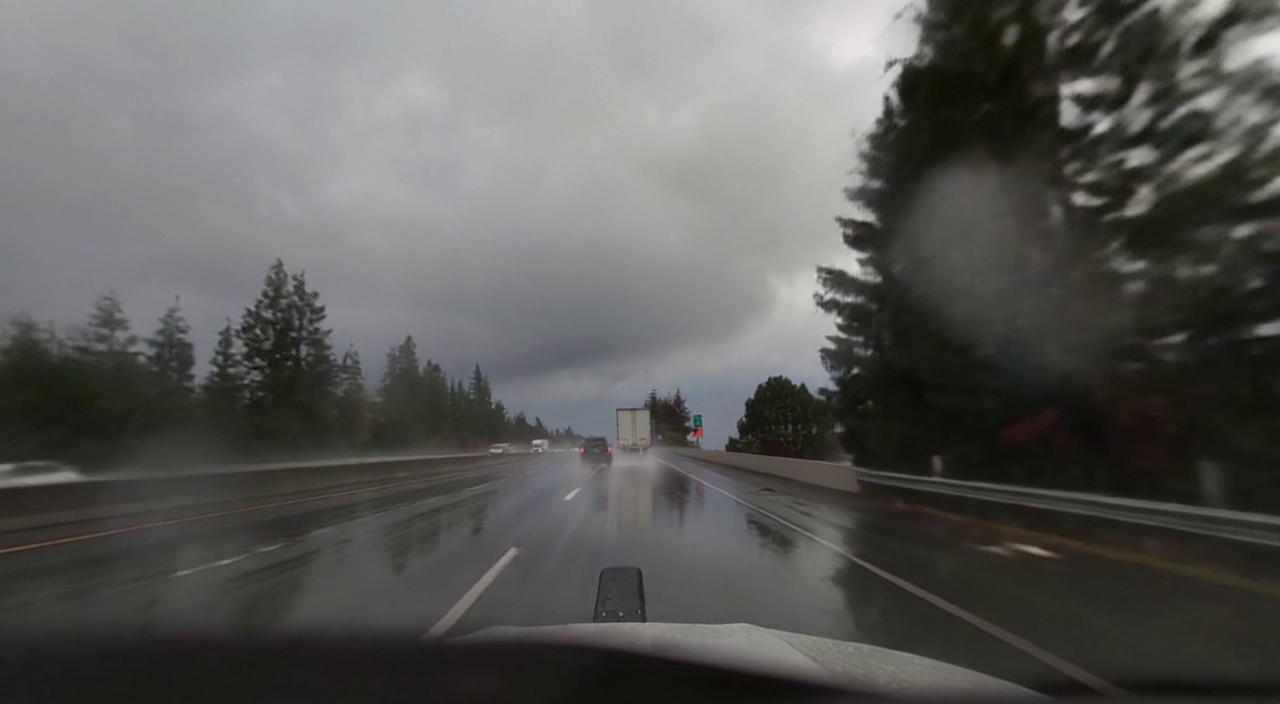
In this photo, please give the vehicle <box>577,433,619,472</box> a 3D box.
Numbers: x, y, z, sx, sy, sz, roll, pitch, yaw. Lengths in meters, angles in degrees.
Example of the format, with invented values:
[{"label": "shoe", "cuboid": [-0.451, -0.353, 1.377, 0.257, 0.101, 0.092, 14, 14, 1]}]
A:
[{"label": "vehicle", "cuboid": [-2.332, 5.466, 34.350, 2.139, 1.925, 4.312, 0, -9, -5]}]
